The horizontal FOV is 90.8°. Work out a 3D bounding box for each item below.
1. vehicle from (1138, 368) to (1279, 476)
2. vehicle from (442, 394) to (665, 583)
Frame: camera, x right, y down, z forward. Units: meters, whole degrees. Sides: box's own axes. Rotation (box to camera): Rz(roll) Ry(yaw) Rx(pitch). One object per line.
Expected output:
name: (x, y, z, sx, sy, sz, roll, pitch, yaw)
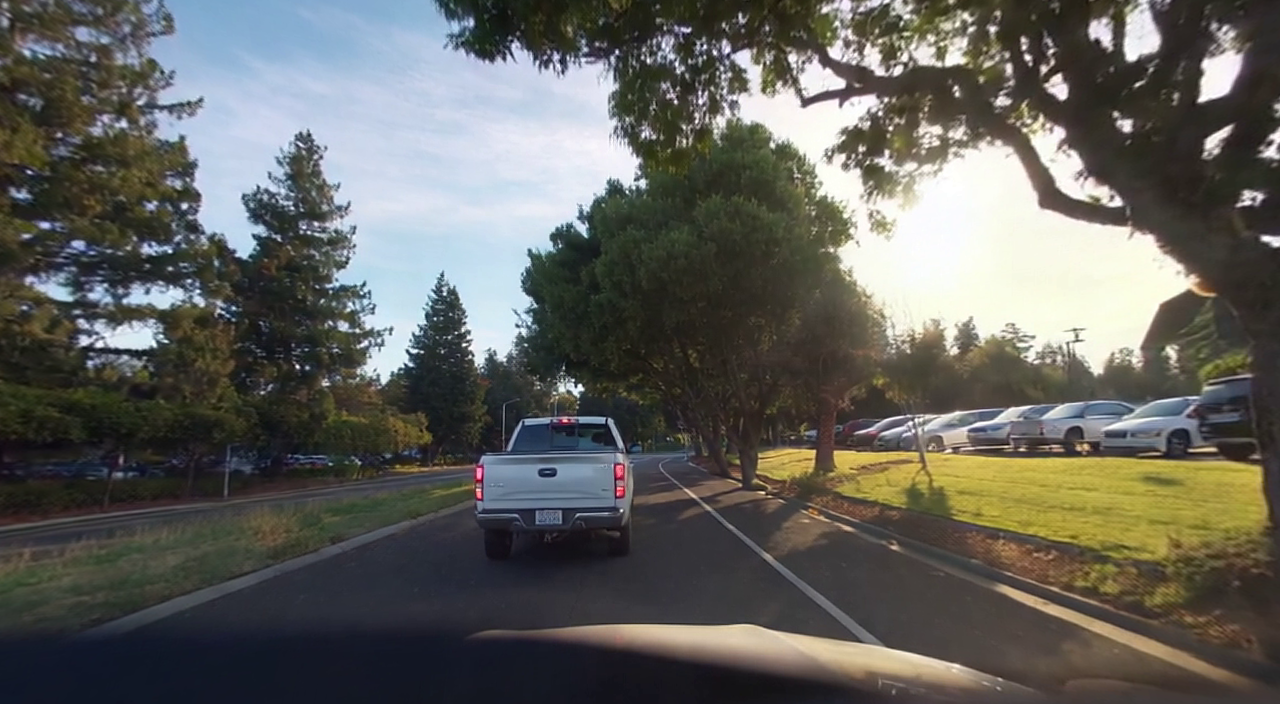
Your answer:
vehicle: (12.738, 1.370, 12.180, 4.368, 1.901, 2.112, 0, -8, 2)
vehicle: (-0.783, 1.695, 8.719, 2.157, 1.816, 5.039, 0, -8, 1)
